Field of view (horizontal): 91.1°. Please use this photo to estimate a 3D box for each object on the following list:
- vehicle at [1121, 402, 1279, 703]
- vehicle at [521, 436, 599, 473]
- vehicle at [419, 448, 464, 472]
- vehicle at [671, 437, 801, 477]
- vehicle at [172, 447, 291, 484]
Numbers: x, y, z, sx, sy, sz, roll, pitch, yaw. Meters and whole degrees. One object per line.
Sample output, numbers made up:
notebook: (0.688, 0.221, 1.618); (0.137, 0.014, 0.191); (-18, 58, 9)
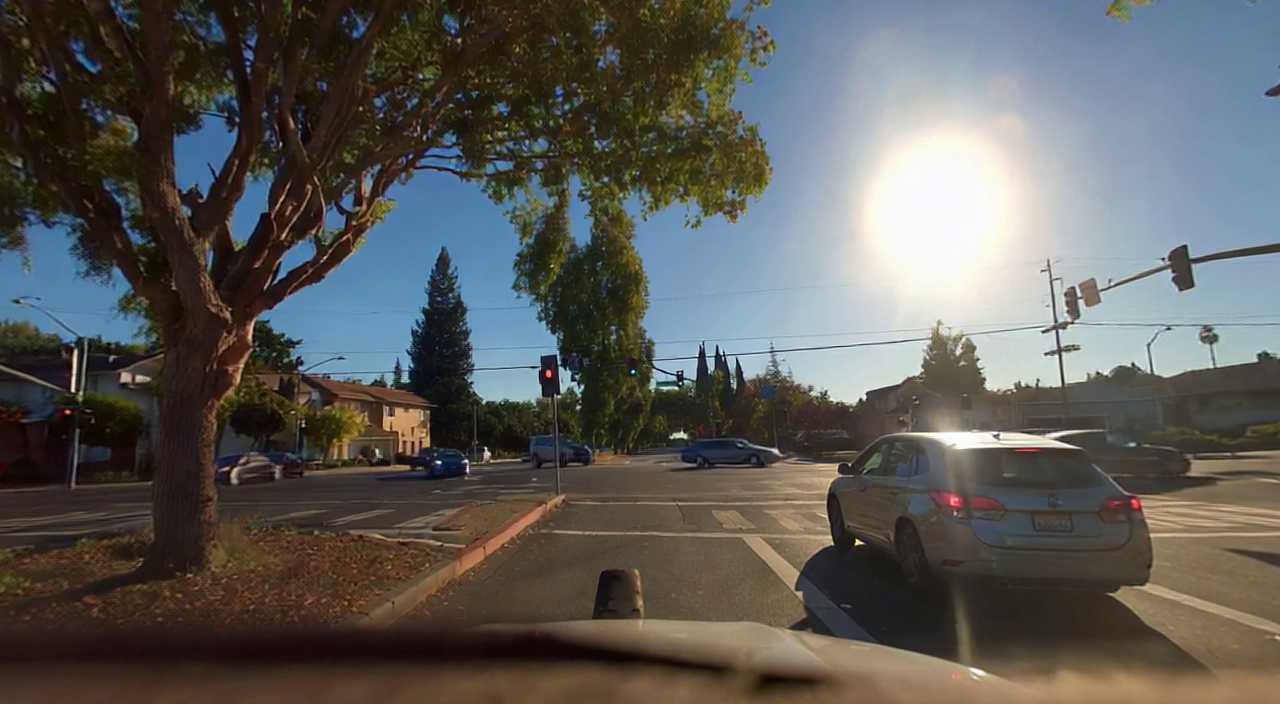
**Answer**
vehicle: (3.086, 0.659, 0.422); (1.990, 1.454, 4.490); (0, -8, 1)
vehicle: (-4.436, 5.495, 33.988); (2.276, 1.842, 4.958); (5, -10, -32)
vehicle: (-11.606, 6.302, 36.970); (1.921, 1.304, 4.050); (1, -8, -9)
vehicle: (3.924, 4.335, 26.177); (5.017, 1.515, 2.006); (-7, -11, 38)
vehicle: (-18.204, 5.053, 28.308); (2.203, 1.471, 4.723); (0, -8, -1)
